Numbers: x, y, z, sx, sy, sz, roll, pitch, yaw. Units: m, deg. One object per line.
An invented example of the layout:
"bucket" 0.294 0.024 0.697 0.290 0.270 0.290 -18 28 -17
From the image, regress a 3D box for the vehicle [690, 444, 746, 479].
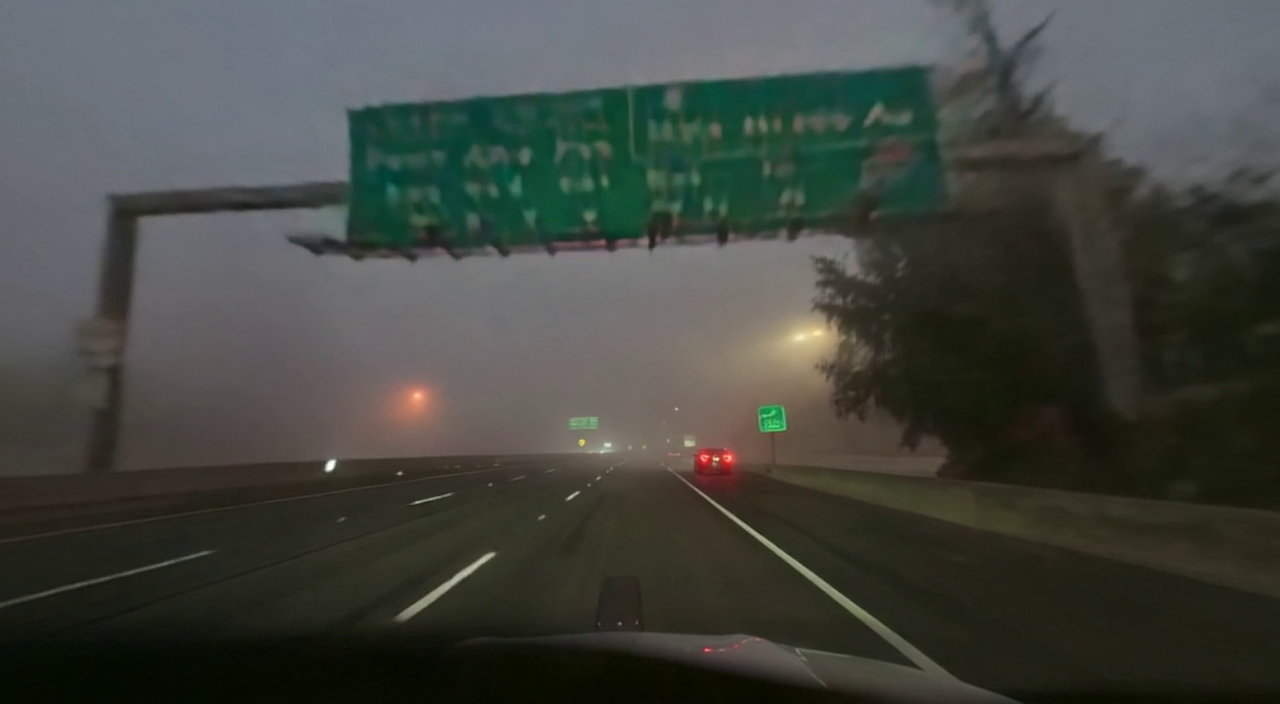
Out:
"vehicle" 3.564 5.071 29.533 2.033 1.501 4.398 0 -9 -1
